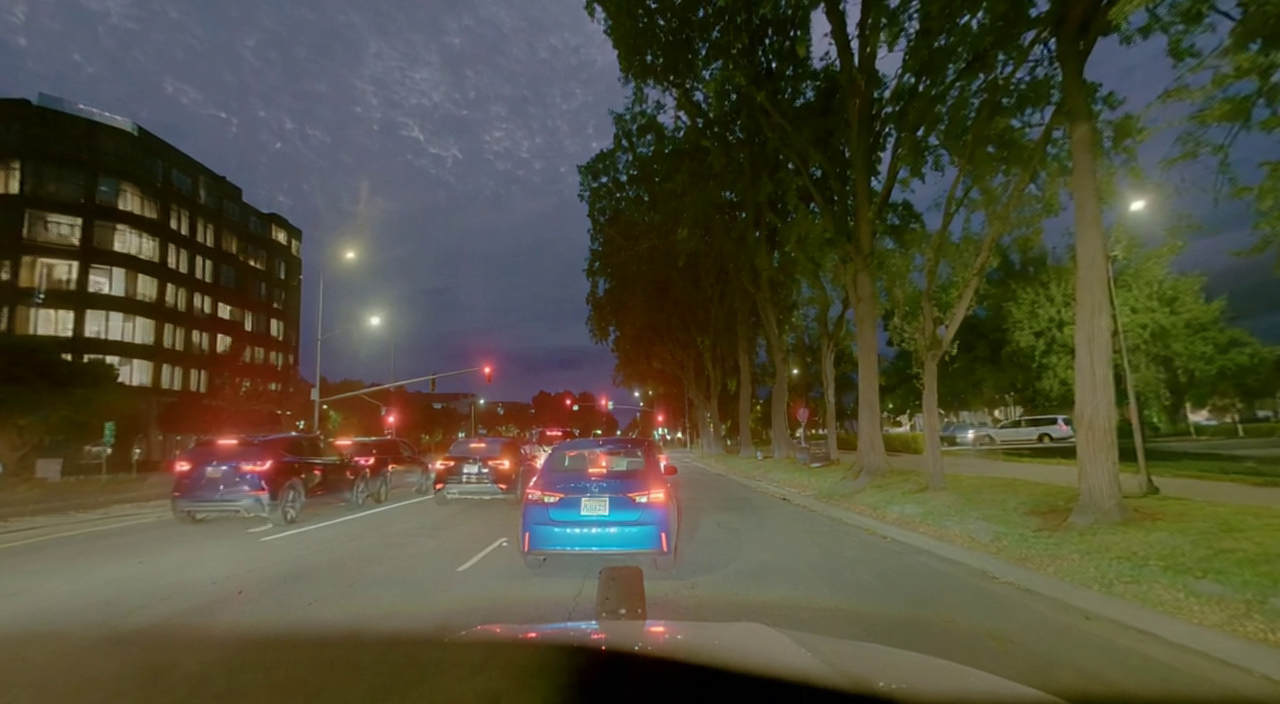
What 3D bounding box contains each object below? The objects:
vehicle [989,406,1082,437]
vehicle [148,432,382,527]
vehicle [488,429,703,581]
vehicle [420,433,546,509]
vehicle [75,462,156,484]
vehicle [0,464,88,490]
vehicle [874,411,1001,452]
[{"bbox_3d":[28.048,4.982,45.076,5.333,1.880,2.130,-7,-9,29],"label":"vehicle"},{"bbox_3d":[-7.281,2.503,12.942,2.096,1.593,4.288,0,-9,1],"label":"vehicle"},{"bbox_3d":[-0.420,1.805,8.241,2.104,1.472,3.946,0,-9,0],"label":"vehicle"},{"bbox_3d":[-3.624,2.821,15.382,1.969,1.570,4.019,0,-9,1],"label":"vehicle"},{"bbox_3d":[-36.358,8.410,43.882,3.918,1.423,1.861,0,-9,-1],"label":"vehicle"},{"bbox_3d":[-36.633,7.618,38.550,4.093,1.440,1.804,0,-9,0],"label":"vehicle"},{"bbox_3d":[13.938,3.781,29.829,4.975,1.809,1.956,0,-9,2],"label":"vehicle"}]
